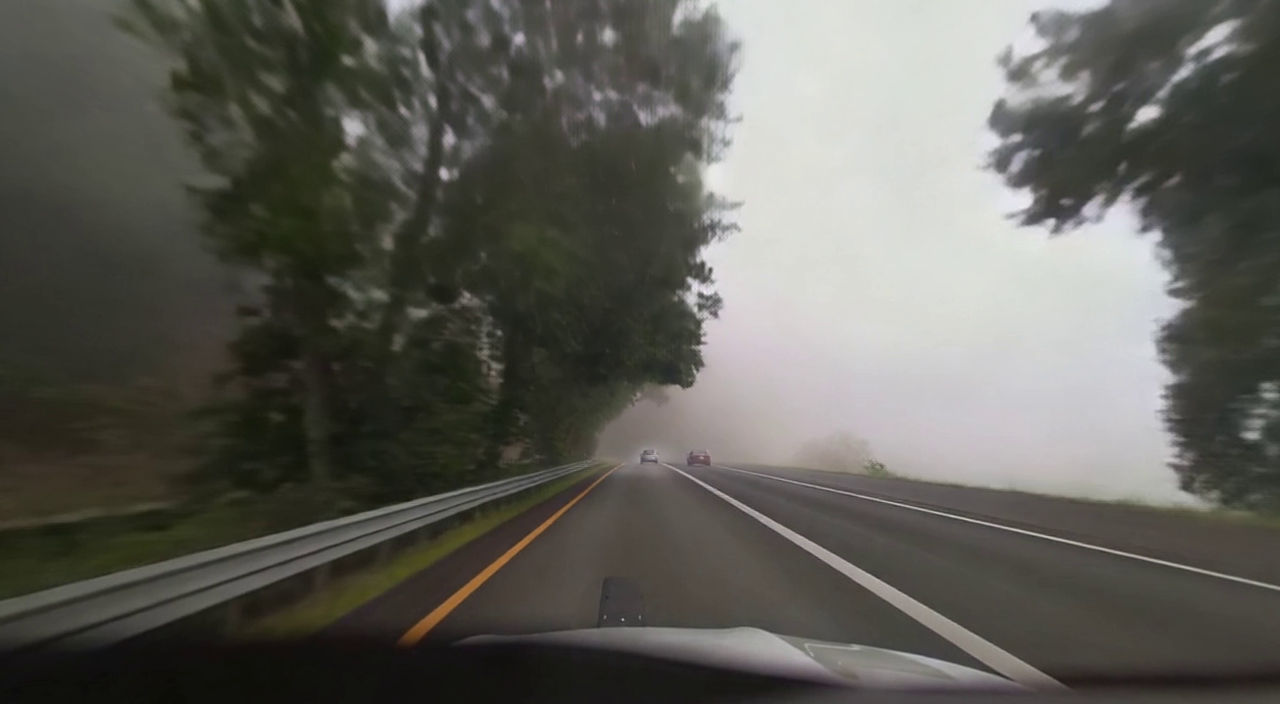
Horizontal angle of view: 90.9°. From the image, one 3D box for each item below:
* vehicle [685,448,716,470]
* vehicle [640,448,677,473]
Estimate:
[{"bbox_3d":[4.489,7.939,46.909,1.846,1.485,3.679,0,-9,-1],"label":"vehicle"},{"bbox_3d":[1.128,6.880,40.134,2.162,1.492,3.975,0,-9,0],"label":"vehicle"}]
